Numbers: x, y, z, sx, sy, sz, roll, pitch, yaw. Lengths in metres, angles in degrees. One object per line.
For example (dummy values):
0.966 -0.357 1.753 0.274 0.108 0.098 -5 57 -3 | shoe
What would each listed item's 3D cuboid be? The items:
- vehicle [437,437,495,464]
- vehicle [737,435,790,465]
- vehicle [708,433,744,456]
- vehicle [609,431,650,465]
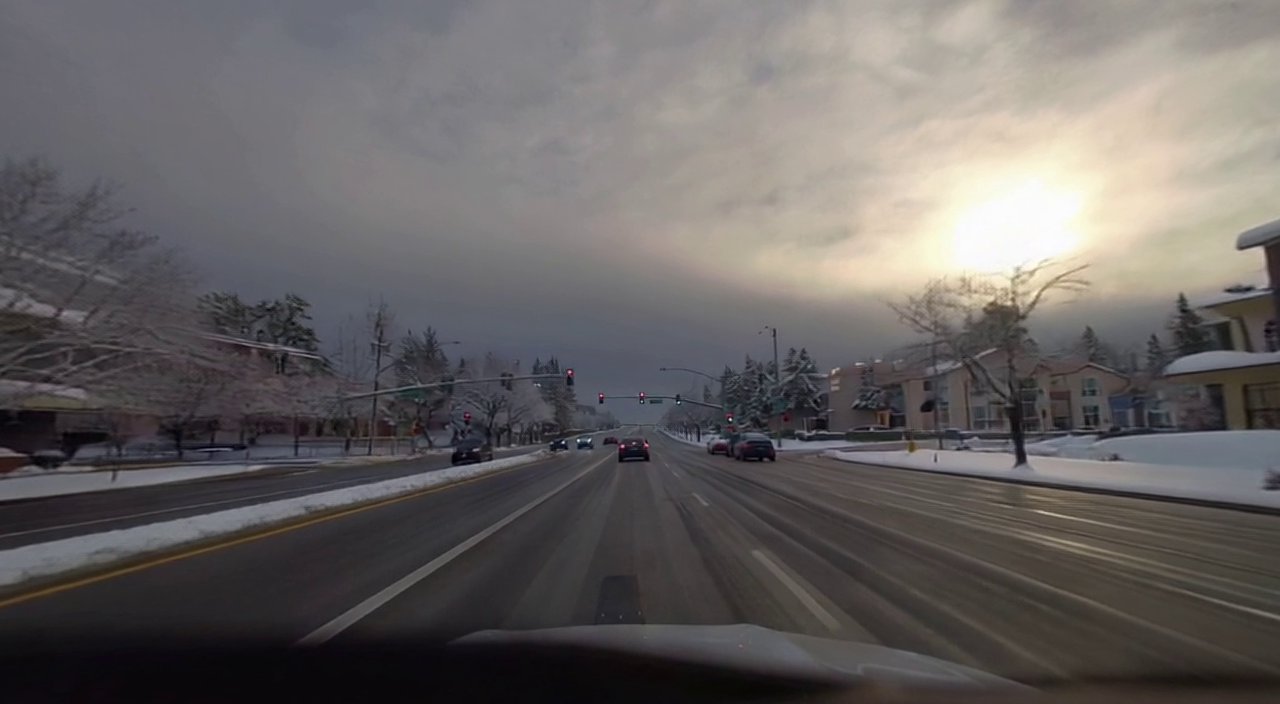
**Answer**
-11.871 6.740 43.350 1.858 1.686 4.330 -2 -9 14 | vehicle
6.271 5.028 32.499 1.768 1.417 4.213 0 -9 -1 | vehicle
6.245 6.850 46.548 1.963 1.611 4.359 0 -9 -1 | vehicle
-0.508 4.962 32.687 2.032 1.593 3.896 0 -9 0 | vehicle
